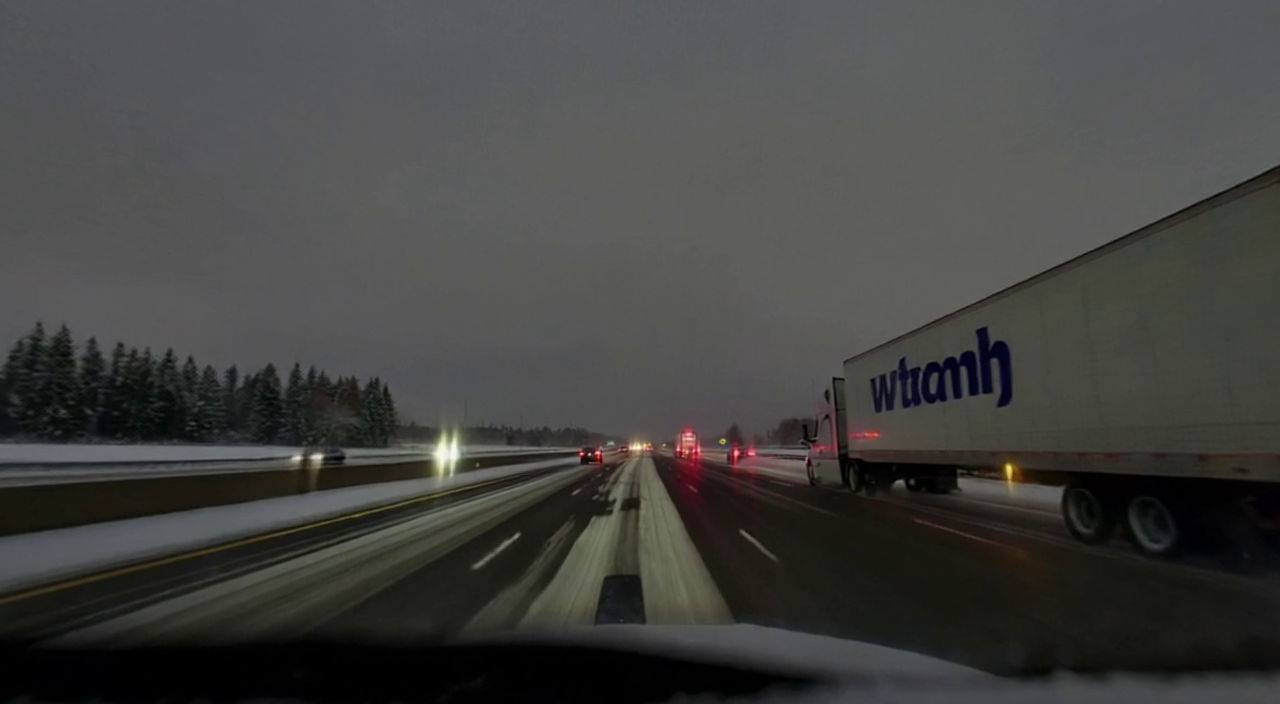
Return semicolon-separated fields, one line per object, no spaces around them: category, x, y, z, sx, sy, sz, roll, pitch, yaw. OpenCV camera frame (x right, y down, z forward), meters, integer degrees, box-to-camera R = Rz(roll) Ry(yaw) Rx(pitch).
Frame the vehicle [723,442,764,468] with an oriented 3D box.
vehicle;7.148;7.173;43.965;2.188;1.727;4.381;0;-9;1

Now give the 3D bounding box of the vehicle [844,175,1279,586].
vehicle;8.005;1.198;12.350;2.912;4.143;15.538;0;-9;0

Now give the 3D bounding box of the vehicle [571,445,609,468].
vehicle;-3.399;7.273;44.019;2.164;1.507;4.748;0;-9;1

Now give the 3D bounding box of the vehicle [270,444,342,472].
vehicle;-21.452;6.790;40.617;1.901;1.694;4.592;0;-9;3
